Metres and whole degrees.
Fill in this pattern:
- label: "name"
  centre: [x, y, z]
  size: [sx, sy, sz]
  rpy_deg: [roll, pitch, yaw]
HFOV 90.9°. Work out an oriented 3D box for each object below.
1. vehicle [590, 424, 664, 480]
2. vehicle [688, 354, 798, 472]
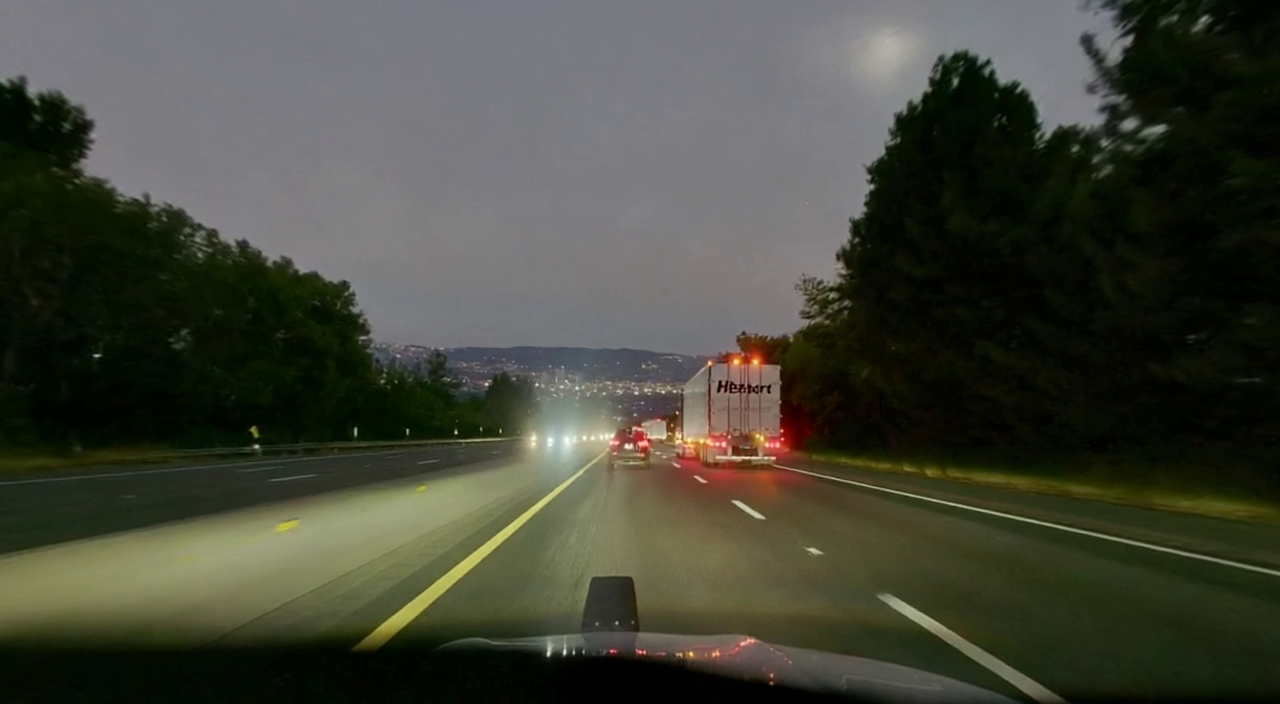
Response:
- label: "vehicle"
  centre: [-0.406, 3.113, 19.922]
  size: [2.095, 1.557, 3.963]
  rpy_deg: [0, -8, -1]
- label: "vehicle"
  centre: [3.910, 2.729, 26.646]
  size: [2.853, 4.038, 9.832]
  rpy_deg: [0, -8, -1]
